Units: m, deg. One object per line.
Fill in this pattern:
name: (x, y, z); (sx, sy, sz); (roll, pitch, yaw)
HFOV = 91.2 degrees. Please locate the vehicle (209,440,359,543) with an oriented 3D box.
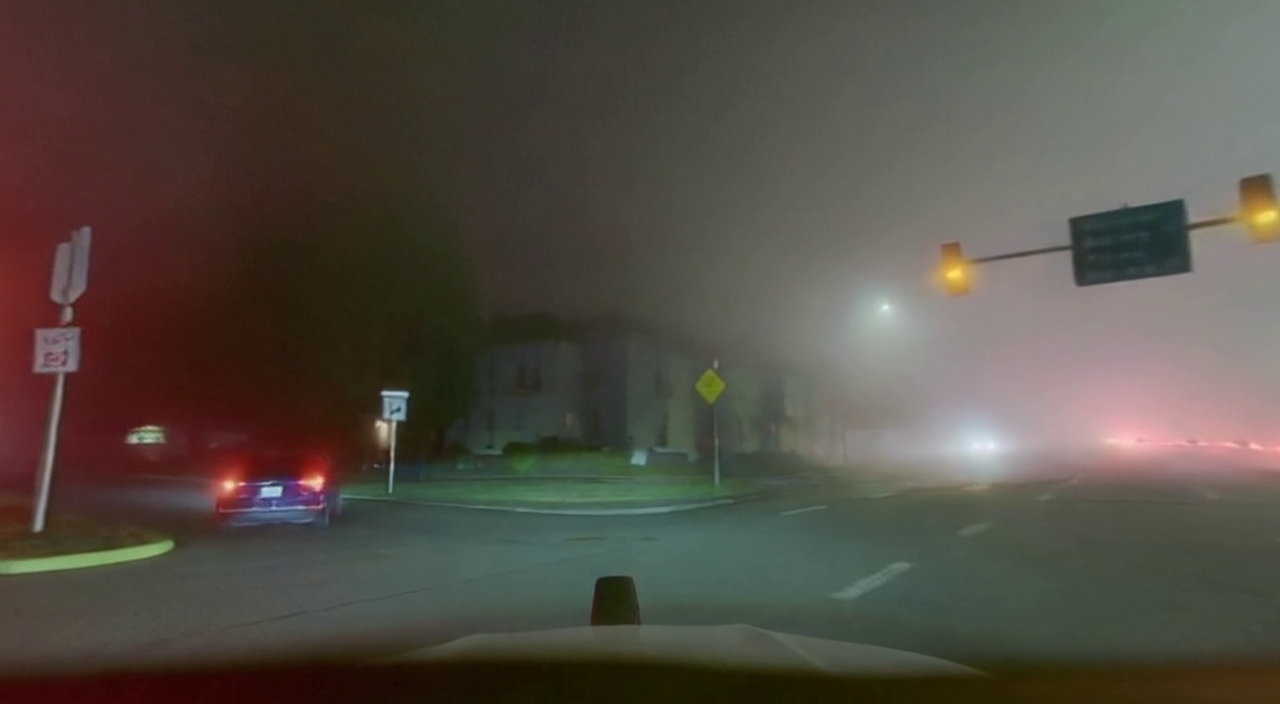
vehicle: (-6.668, 2.443, 11.634); (2.014, 1.525, 3.670); (5, -10, -33)
